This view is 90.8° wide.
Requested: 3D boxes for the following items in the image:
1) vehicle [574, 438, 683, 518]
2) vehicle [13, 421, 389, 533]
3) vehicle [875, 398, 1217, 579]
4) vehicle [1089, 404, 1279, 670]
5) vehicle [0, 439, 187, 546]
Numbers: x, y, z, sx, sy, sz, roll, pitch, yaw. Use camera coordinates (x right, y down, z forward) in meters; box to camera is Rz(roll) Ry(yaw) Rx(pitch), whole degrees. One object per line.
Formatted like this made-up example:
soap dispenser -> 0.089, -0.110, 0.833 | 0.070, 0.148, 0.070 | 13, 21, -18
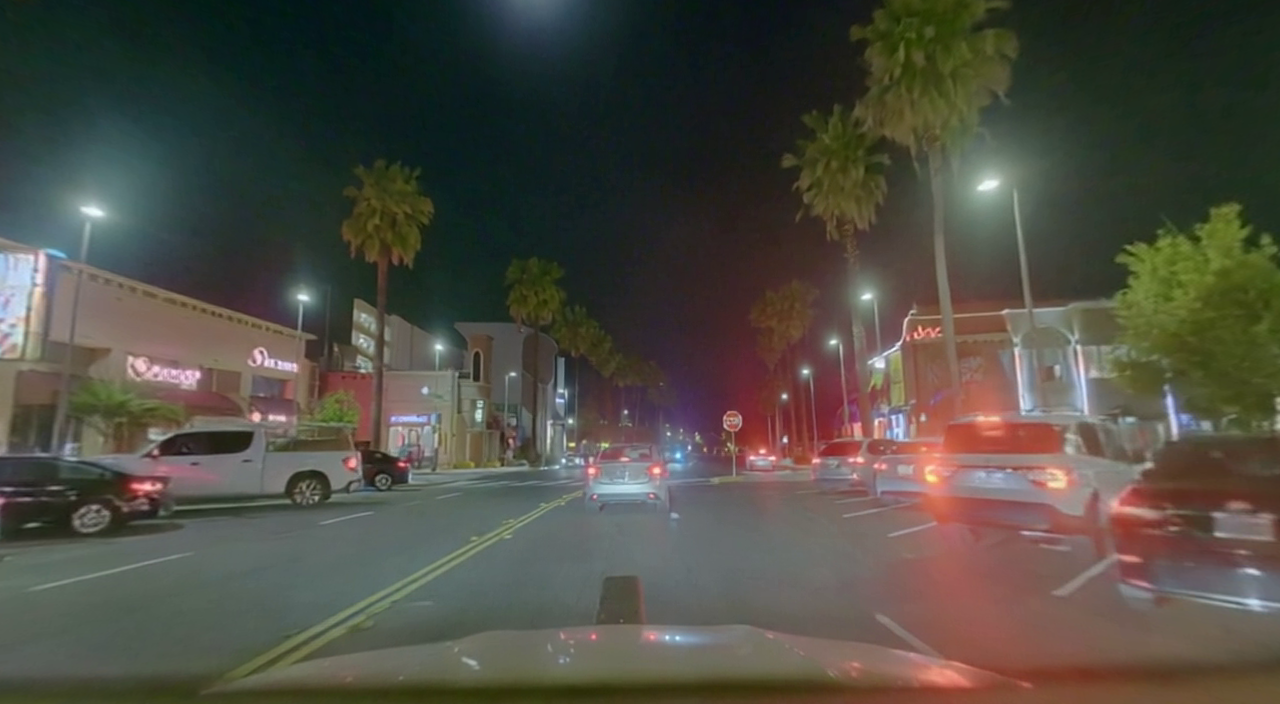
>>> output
vehicle -> -0.082, 2.669, 13.875 | 2.031, 1.479, 3.969 | -1, -9, 4
vehicle -> -10.092, 2.802, 15.177 | 6.873, 2.051, 2.823 | 8, -11, -43
vehicle -> 5.626, 1.667, 8.521 | 5.021, 1.721, 2.244 | 7, -11, -38
vehicle -> 5.348, 1.249, 4.883 | 4.105, 1.509, 1.839 | 7, -11, -38
vehicle -> -10.552, 2.366, 10.954 | 4.190, 1.660, 1.959 | 6, -11, -36
